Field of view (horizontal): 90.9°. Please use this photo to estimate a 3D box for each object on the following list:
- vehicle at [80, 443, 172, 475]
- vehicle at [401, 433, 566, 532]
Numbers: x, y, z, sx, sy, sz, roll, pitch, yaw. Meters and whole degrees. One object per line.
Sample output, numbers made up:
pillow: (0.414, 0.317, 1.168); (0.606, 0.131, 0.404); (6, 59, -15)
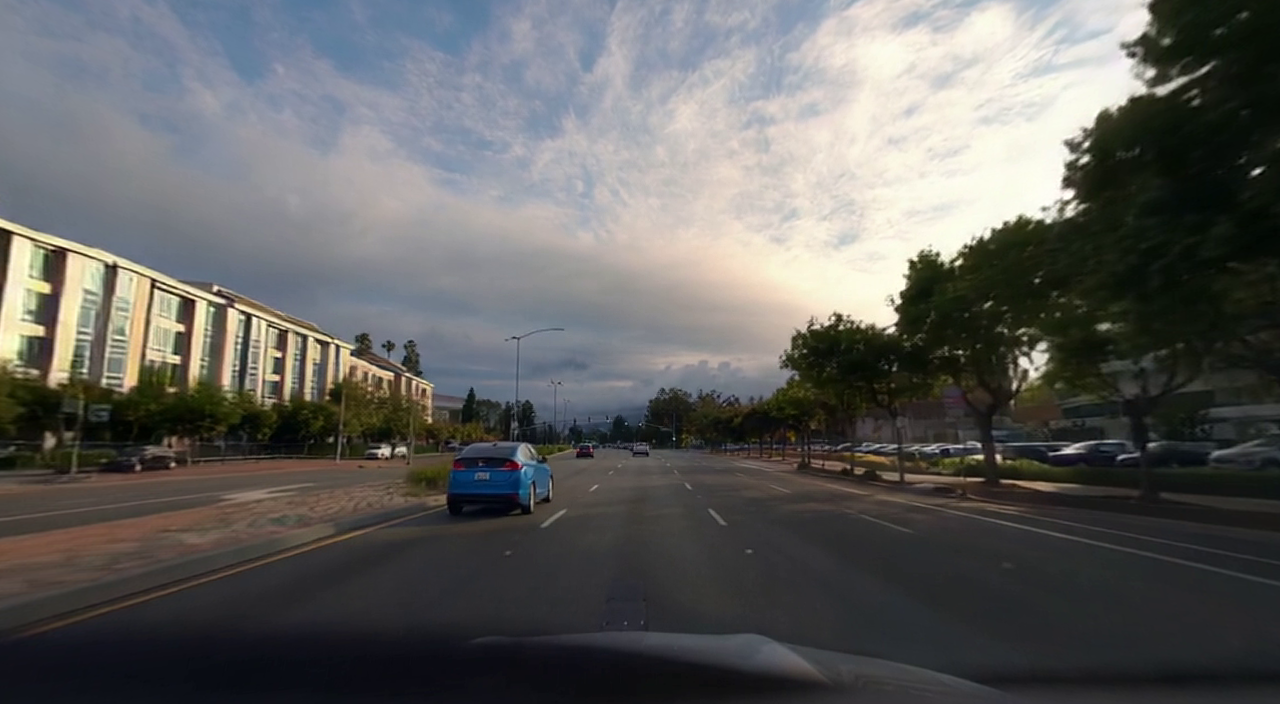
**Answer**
vehicle: (-27.734, 5.745, 34.238); (1.940, 1.531, 5.040); (2, -8, -16)
vehicle: (-2.824, 2.444, 12.534); (2.009, 1.489, 4.543); (-3, -8, 1)
